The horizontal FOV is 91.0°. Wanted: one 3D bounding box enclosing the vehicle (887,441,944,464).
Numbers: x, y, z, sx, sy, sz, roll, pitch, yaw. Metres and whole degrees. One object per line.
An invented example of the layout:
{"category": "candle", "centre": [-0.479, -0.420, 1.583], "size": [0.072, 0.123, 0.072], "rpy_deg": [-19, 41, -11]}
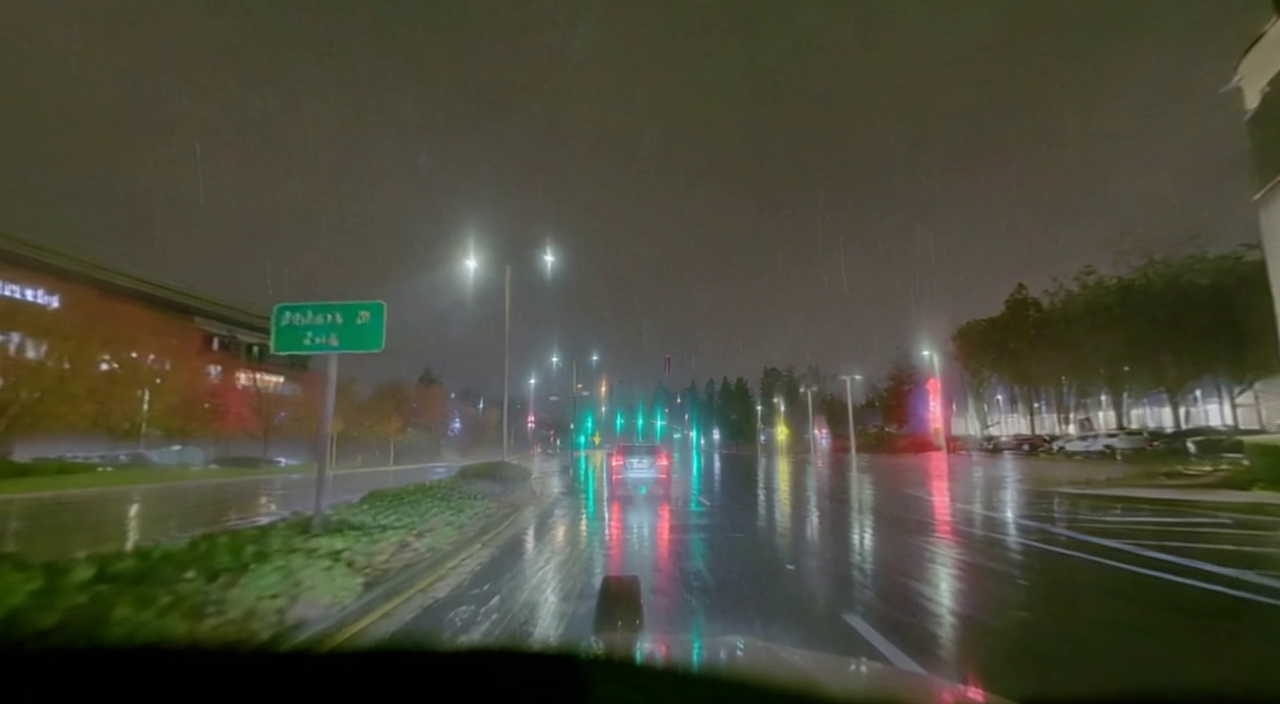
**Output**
{"category": "vehicle", "centre": [19.582, 7.168, 44.994], "size": [2.010, 1.492, 4.553], "rpy_deg": [1, -9, 0]}

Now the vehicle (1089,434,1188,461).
{"category": "vehicle", "centre": [32.198, 6.172, 40.768], "size": [4.711, 1.670, 1.950], "rpy_deg": [0, -7, 0]}

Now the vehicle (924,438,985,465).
{"category": "vehicle", "centre": [22.308, 7.048, 44.893], "size": [2.038, 1.673, 4.389], "rpy_deg": [-2, -8, 0]}

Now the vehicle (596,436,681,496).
{"category": "vehicle", "centre": [-0.071, 3.136, 17.719], "size": [2.126, 1.475, 3.967], "rpy_deg": [0, -8, -1]}
